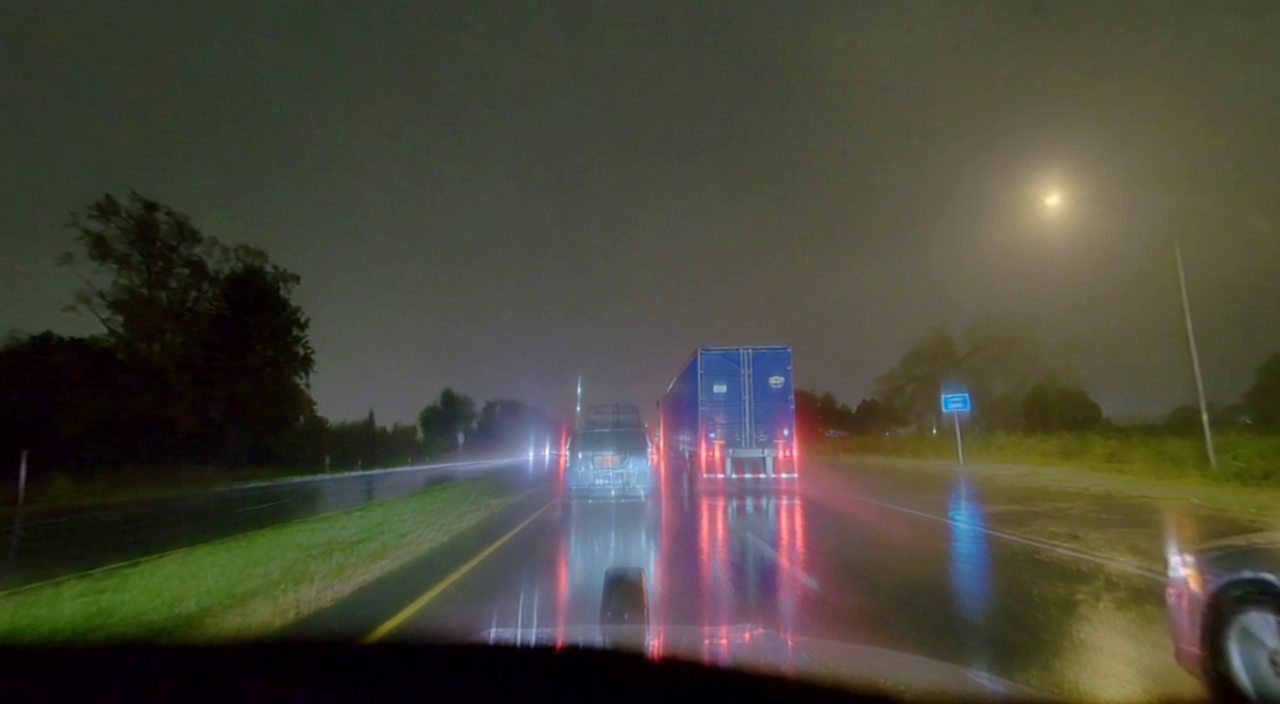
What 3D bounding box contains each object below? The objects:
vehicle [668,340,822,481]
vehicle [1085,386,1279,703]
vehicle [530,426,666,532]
[{"bbox_3d":[3.533,2.927,27.520,3.591,4.290,16.696,0,-8,-1],"label":"vehicle"},{"bbox_3d":[3.580,0.710,1.253,1.960,1.515,4.713,0,-8,1],"label":"vehicle"},{"bbox_3d":[-0.653,2.177,11.393,2.009,1.554,4.013,0,-8,-1],"label":"vehicle"}]
